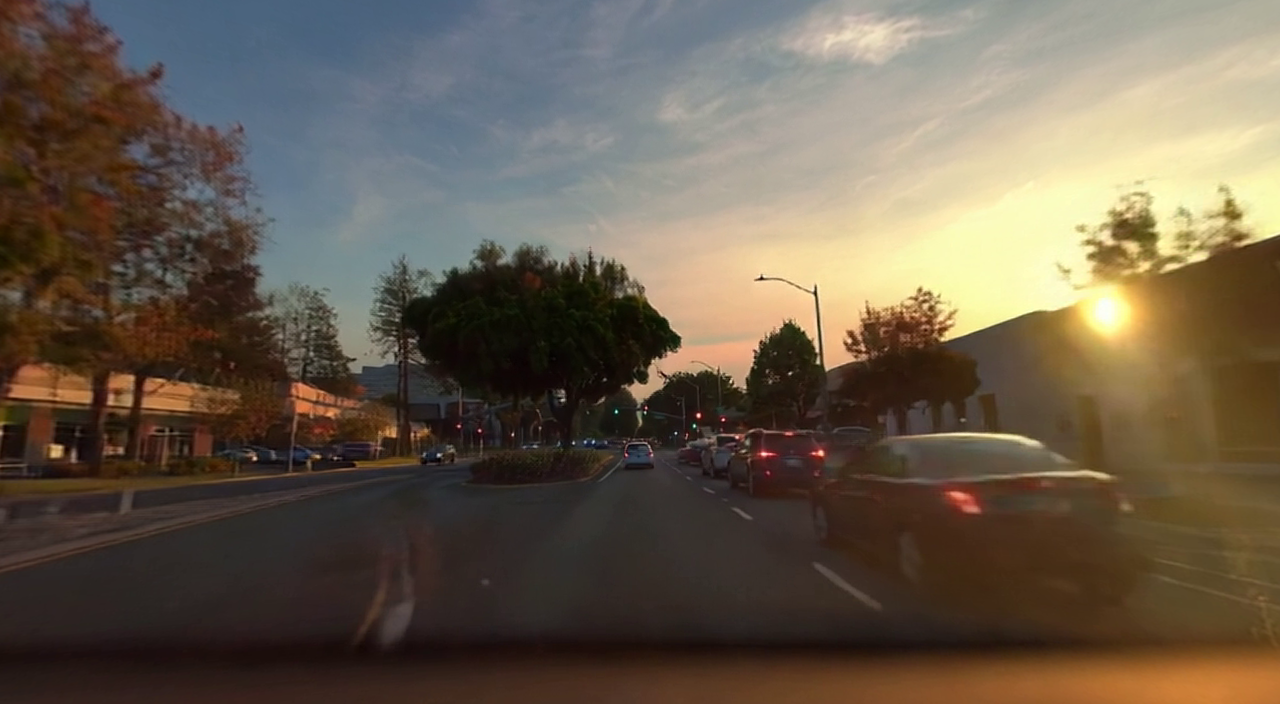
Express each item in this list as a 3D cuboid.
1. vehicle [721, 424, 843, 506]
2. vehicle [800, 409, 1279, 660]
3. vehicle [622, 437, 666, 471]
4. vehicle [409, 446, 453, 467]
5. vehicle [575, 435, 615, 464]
[{"bbox_3d":[3.248,2.704,15.545,2.037,1.673,4.844,-1,-8,2],"label":"vehicle"},{"bbox_3d":[3.125,1.440,6.188,1.864,1.484,4.662,0,-8,0],"label":"vehicle"},{"bbox_3d":[0.159,5.054,31.399,2.023,1.532,3.891,0,-8,-1],"label":"vehicle"},{"bbox_3d":[-15.535,7.798,47.238,1.846,1.433,4.274,0,-8,0],"label":"vehicle"},{"bbox_3d":[-2.905,6.456,41.862,2.280,1.810,4.903,0,-8,0],"label":"vehicle"}]
